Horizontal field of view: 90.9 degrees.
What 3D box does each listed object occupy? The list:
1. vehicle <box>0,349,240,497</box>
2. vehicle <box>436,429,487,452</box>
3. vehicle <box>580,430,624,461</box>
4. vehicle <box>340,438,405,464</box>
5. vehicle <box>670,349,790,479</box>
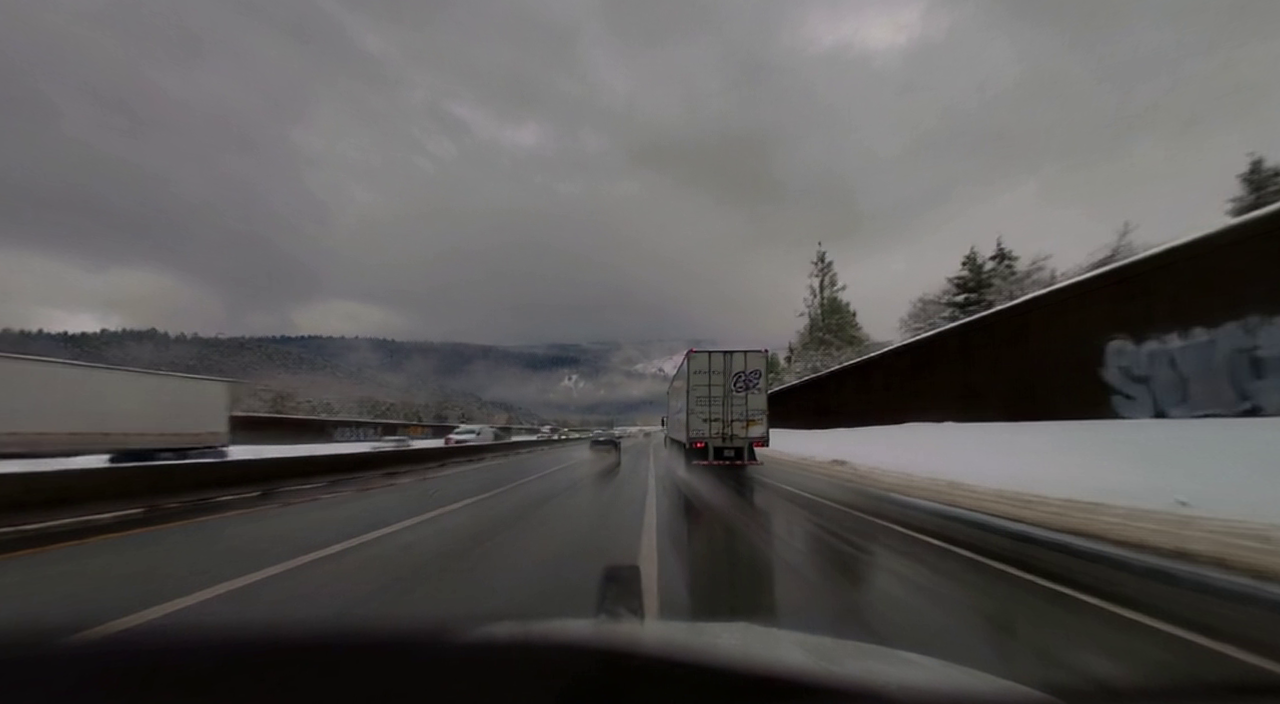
[{"bbox_3d":[-20.279,2.591,22.411,2.897,4.330,13.716,0,-8,1],"label":"vehicle"},{"bbox_3d":[-11.853,5.899,42.145,1.938,1.492,4.559,0,-8,2],"label":"vehicle"},{"bbox_3d":[-1.939,4.948,33.551,1.982,1.535,4.519,0,-8,1],"label":"vehicle"},{"bbox_3d":[-15.985,5.898,37.935,1.798,1.440,4.526,0,-8,1],"label":"vehicle"},{"bbox_3d":[2.854,2.486,23.697,2.921,3.765,10.773,0,-8,0],"label":"vehicle"}]
